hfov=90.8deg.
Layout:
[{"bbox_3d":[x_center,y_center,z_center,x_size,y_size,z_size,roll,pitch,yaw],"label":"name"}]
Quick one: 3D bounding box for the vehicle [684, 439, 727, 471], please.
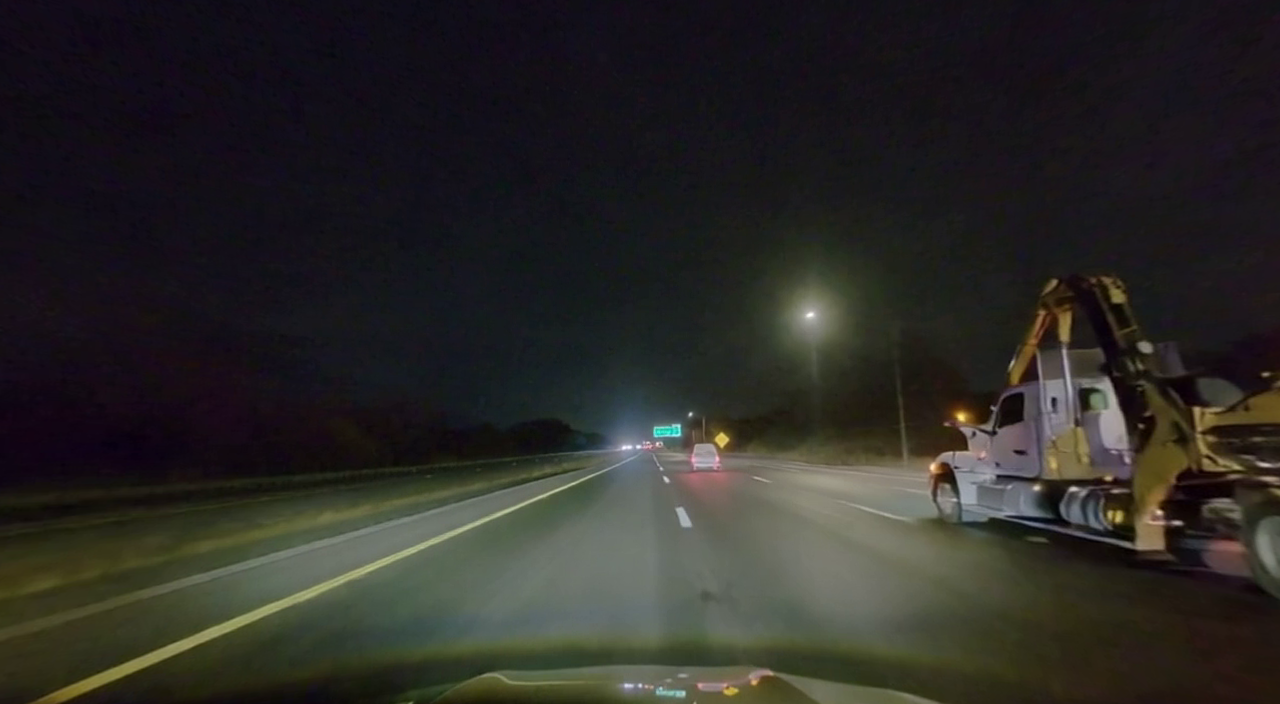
[{"bbox_3d":[4.272,6.830,41.894,2.309,2.003,5.139,0,-9,0],"label":"vehicle"}]
